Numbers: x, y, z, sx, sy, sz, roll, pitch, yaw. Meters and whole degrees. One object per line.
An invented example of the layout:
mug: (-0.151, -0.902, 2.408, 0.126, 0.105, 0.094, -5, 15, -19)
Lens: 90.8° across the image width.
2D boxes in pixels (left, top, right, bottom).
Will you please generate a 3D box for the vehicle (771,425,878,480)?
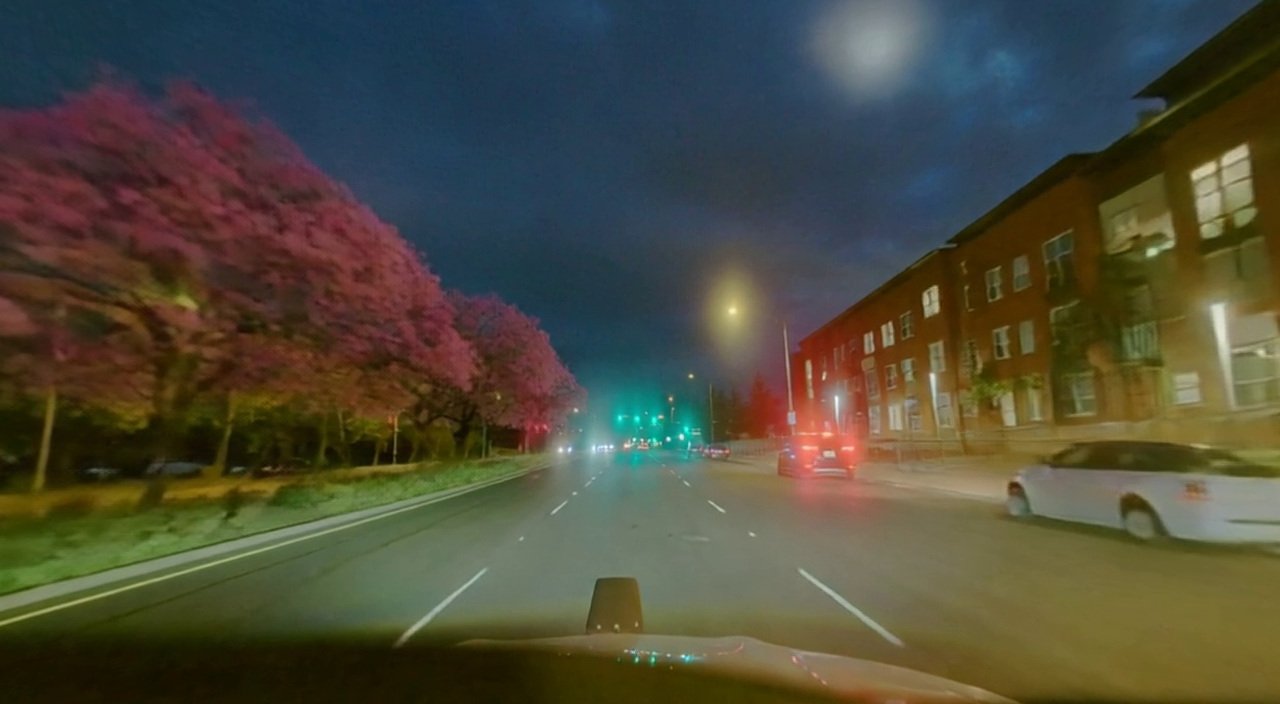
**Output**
vehicle: (6.933, 3.868, 24.496, 2.450, 1.892, 5.107, 0, -8, -2)

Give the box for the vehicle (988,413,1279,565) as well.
vehicle: (7.247, 1.816, 9.122, 1.940, 1.647, 4.309, 0, -8, -1)

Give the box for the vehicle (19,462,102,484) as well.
vehicle: (-44.276, 9.247, 48.390, 4.454, 1.524, 1.824, 6, -11, -37)
